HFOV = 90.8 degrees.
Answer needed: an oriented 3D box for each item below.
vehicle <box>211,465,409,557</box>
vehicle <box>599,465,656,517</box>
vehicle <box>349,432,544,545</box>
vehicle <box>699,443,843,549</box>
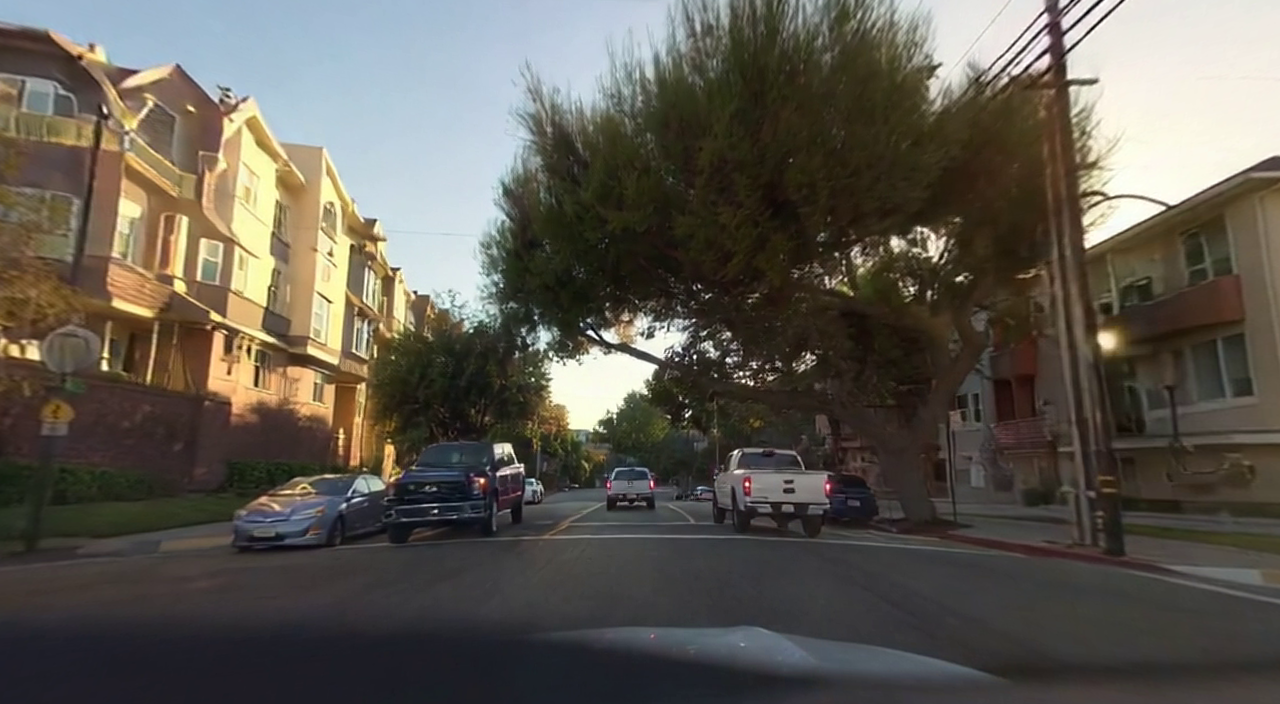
[{"bbox_3d":[-6.665,3.207,13.429,1.881,1.464,4.379,0,-8,-1],"label":"vehicle"},{"bbox_3d":[-0.472,6.199,27.826,2.308,1.940,4.125,-1,-16,1],"label":"vehicle"},{"bbox_3d":[-3.682,2.848,13.610,2.330,1.859,6.068,0,-11,-1],"label":"vehicle"},{"bbox_3d":[2.634,3.002,14.046,2.027,1.907,4.736,0,-8,-2],"label":"vehicle"}]
